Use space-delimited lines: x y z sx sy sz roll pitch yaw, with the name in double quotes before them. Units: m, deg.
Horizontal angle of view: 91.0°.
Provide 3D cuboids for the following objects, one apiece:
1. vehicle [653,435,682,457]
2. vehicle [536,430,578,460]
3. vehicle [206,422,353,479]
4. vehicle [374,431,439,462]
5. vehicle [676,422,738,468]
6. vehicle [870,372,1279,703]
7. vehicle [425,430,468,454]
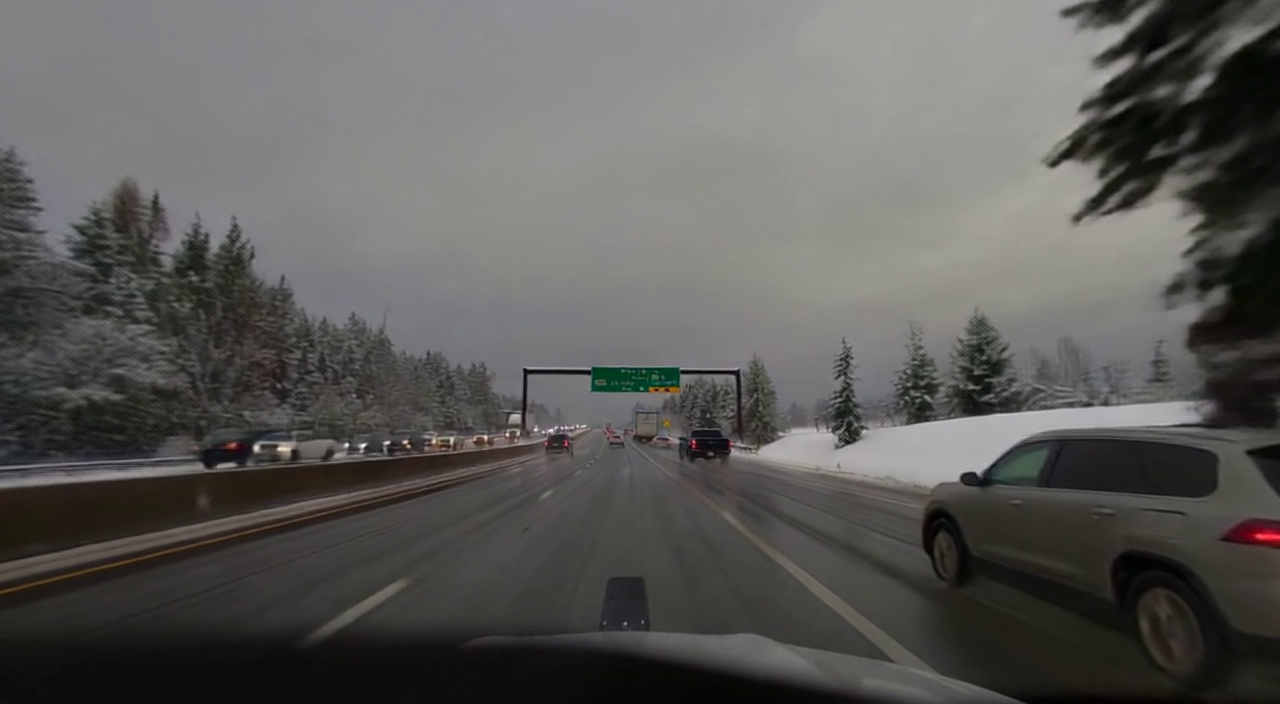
"vehicle" 1.916 6.671 44.717 1.844 1.462 3.736 0 -8 -1
"vehicle" -4.966 5.654 38.233 2.058 1.689 4.315 0 -8 -1
"vehicle" -10.849 3.000 19.366 1.948 1.538 4.322 0 -8 0
"vehicle" -11.484 4.661 31.205 1.727 1.433 3.940 0 -8 -1
"vehicle" 3.064 4.398 29.915 2.207 1.937 5.610 0 -8 -1
"vehicle" 3.528 1.111 4.408 2.127 1.497 4.445 0 -8 0
"vehicle" -11.836 5.544 38.714 1.610 1.420 3.445 0 -8 -1
